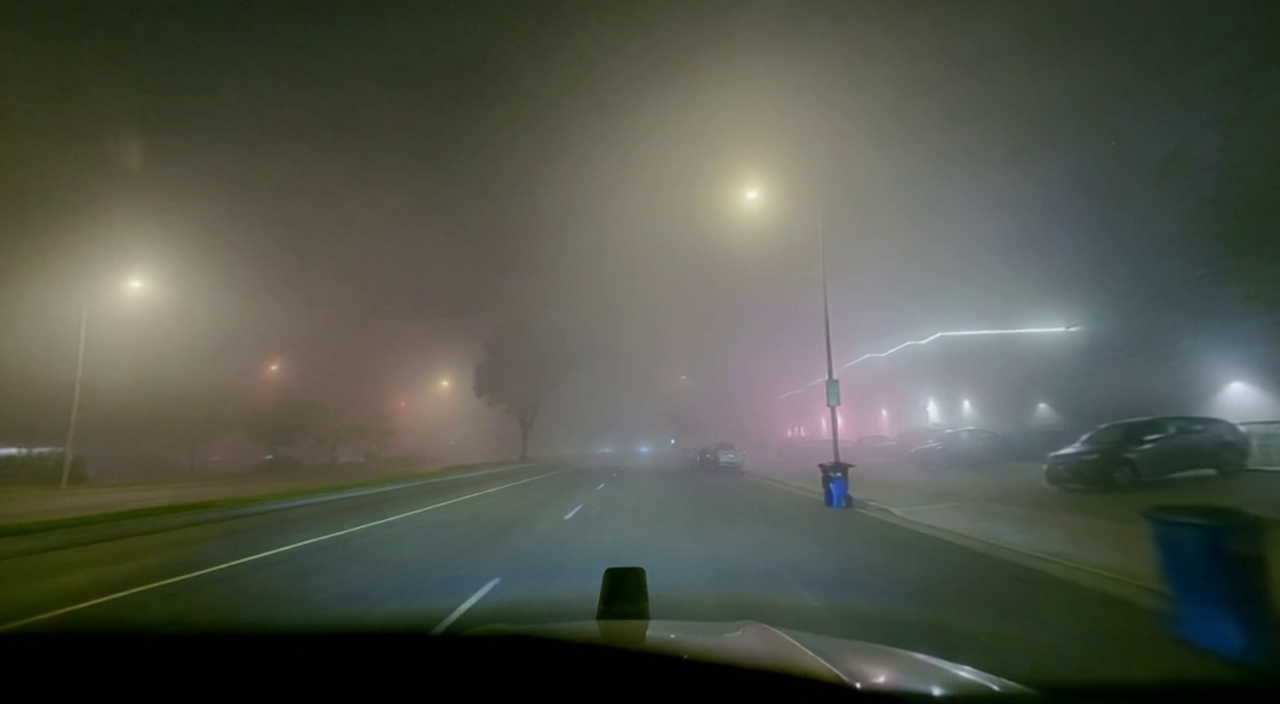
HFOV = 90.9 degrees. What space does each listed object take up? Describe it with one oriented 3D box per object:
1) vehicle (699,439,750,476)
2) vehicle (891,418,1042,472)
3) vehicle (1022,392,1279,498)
[{"bbox_3d":[4.481,5.693,34.252,2.078,1.771,5.174,1,-8,0],"label":"vehicle"},{"bbox_3d":[11.936,3.476,23.269,4.418,1.532,1.889,-4,-11,-3],"label":"vehicle"},{"bbox_3d":[11.400,1.985,13.684,4.865,1.674,1.963,-5,-9,-5],"label":"vehicle"}]
